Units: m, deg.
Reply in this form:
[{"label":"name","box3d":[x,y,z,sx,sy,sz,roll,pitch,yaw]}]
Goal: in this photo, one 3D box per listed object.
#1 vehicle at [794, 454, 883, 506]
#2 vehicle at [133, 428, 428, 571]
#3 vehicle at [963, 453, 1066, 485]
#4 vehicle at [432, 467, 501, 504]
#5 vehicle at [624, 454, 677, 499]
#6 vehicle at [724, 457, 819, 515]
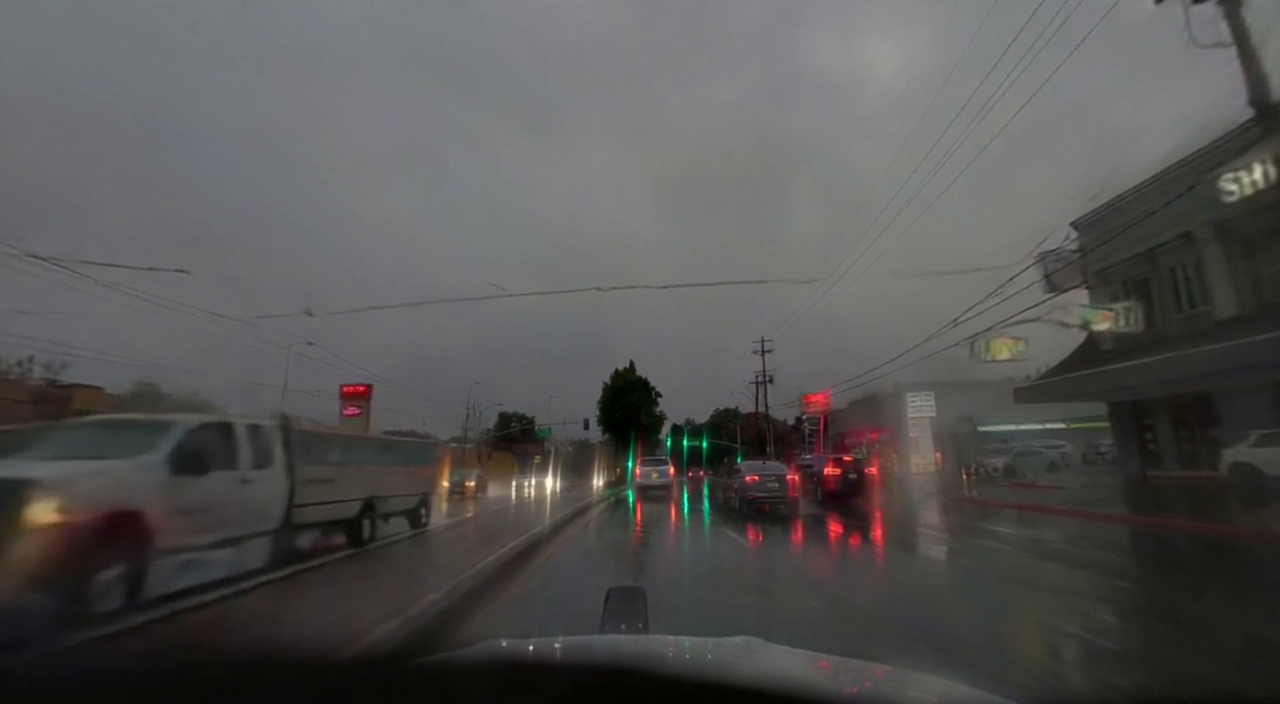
[{"label":"vehicle","box3d":[7.514,4.855,24.403,2.040,1.738,4.414,-1,-9,1]},{"label":"vehicle","box3d":[-5.264,2.218,10.183,2.180,1.646,4.467,-3,-9,-1]},{"label":"vehicle","box3d":[22.318,6.982,37.738,4.718,1.628,2.008,-3,-9,5]},{"label":"vehicle","box3d":[-8.340,6.449,30.787,1.906,1.519,4.797,-1,-9,2]},{"label":"vehicle","box3d":[0.504,5.677,29.150,2.210,1.861,4.280,-1,-9,2]},{"label":"vehicle","box3d":[3.890,4.047,19.531,1.963,1.484,4.609,-1,-9,0]}]
